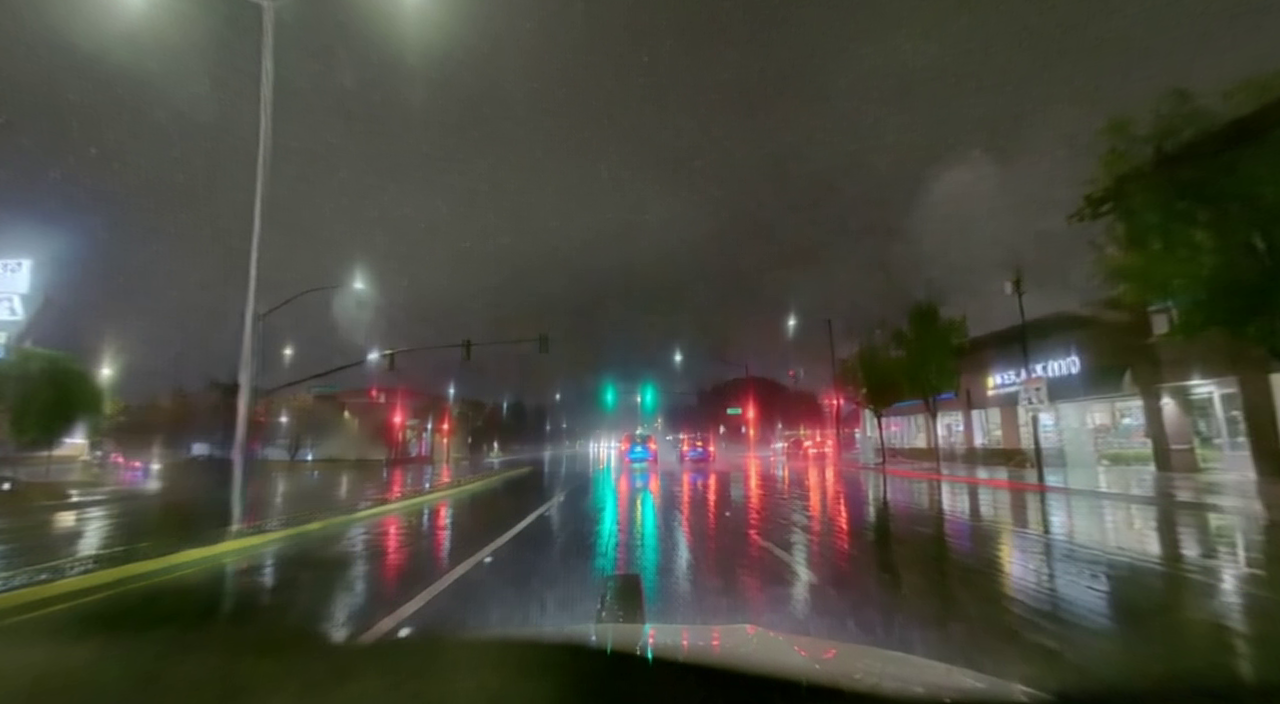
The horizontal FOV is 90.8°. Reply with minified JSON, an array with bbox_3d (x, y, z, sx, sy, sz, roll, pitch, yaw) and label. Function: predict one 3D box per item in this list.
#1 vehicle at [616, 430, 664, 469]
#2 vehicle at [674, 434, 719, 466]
[{"bbox_3d":[-0.082,5.285,34.289,2.413,1.939,4.716,0,-8,-2],"label":"vehicle"},{"bbox_3d":[3.276,5.792,37.508,2.107,1.736,4.228,0,-8,-2],"label":"vehicle"}]
